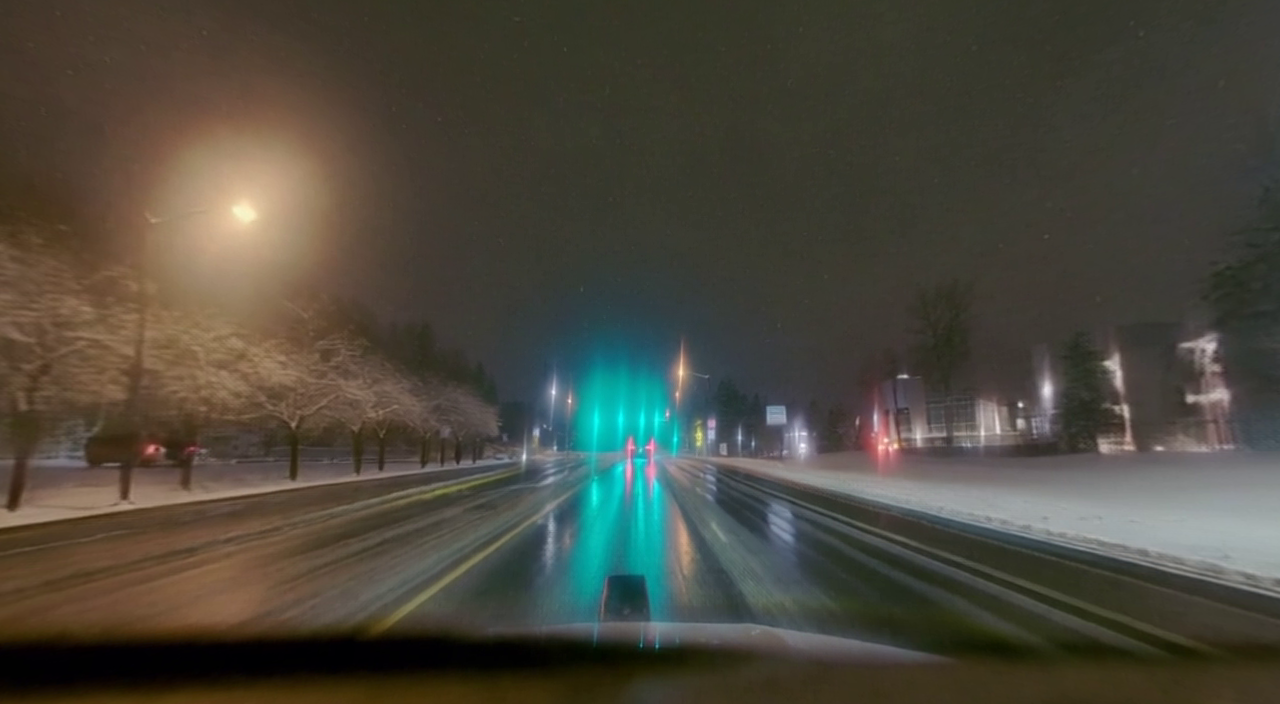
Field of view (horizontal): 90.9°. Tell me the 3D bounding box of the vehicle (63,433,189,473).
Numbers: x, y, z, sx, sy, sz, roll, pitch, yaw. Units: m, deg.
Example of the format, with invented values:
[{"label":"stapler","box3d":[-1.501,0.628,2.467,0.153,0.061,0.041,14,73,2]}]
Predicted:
[{"label":"vehicle","box3d":[-37.910,7.482,46.647,7.051,2.835,2.287,0,-8,-2]}]
